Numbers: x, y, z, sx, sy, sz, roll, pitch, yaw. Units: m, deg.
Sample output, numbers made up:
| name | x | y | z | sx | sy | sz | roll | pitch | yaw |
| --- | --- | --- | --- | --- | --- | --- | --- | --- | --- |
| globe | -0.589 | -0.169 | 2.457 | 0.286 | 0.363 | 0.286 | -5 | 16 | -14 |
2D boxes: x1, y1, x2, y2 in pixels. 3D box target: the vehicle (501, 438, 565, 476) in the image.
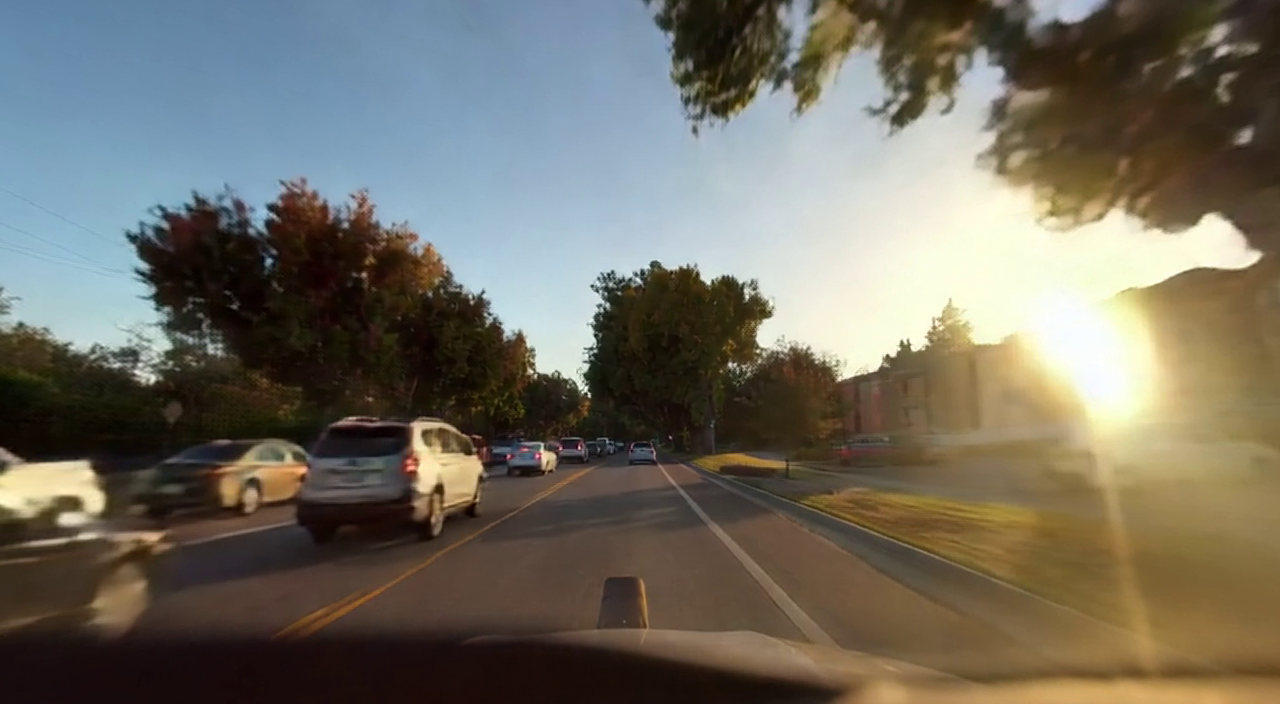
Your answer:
| name | x | y | z | sx | sy | sz | roll | pitch | yaw |
| --- | --- | --- | --- | --- | --- | --- | --- | --- | --- |
| vehicle | -4.497 | 4.455 | 27.086 | 2.068 | 1.480 | 4.039 | 0 | -8 | 0 |

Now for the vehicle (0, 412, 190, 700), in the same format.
| name | x | y | z | sx | sy | sz | roll | pitch | yaw |
| --- | --- | --- | --- | --- | --- | --- | --- | --- | --- |
| vehicle | -4.294 | 0.913 | 2.265 | 1.958 | 1.472 | 4.555 | 0 | -8 | 1 |

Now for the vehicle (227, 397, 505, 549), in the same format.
| name | x | y | z | sx | sy | sz | roll | pitch | yaw |
| --- | --- | --- | --- | --- | --- | --- | --- | --- | --- |
| vehicle | -3.946 | 1.868 | 10.440 | 2.242 | 1.852 | 5.201 | 0 | -8 | 0 |

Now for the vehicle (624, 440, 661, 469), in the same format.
| name | x | y | z | sx | sy | sz | roll | pitch | yaw |
| --- | --- | --- | --- | --- | --- | --- | --- | --- | --- |
| vehicle | 0.137 | 5.462 | 33.831 | 1.875 | 1.453 | 3.888 | 0 | -8 | 0 |

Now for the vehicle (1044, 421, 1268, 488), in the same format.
| name | x | y | z | sx | sy | sz | roll | pitch | yaw |
| --- | --- | --- | --- | --- | --- | --- | --- | --- | --- |
| vehicle | 14.443 | 2.897 | 17.900 | 4.513 | 1.755 | 1.874 | -1 | -8 | 3 |

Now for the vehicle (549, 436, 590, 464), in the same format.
| name | x | y | z | sx | sy | sz | roll | pitch | yaw |
| --- | --- | --- | --- | --- | --- | --- | --- | --- | --- |
| vehicle | -4.466 | 6.301 | 40.743 | 2.042 | 1.713 | 4.493 | 0 | -8 | 1 |
